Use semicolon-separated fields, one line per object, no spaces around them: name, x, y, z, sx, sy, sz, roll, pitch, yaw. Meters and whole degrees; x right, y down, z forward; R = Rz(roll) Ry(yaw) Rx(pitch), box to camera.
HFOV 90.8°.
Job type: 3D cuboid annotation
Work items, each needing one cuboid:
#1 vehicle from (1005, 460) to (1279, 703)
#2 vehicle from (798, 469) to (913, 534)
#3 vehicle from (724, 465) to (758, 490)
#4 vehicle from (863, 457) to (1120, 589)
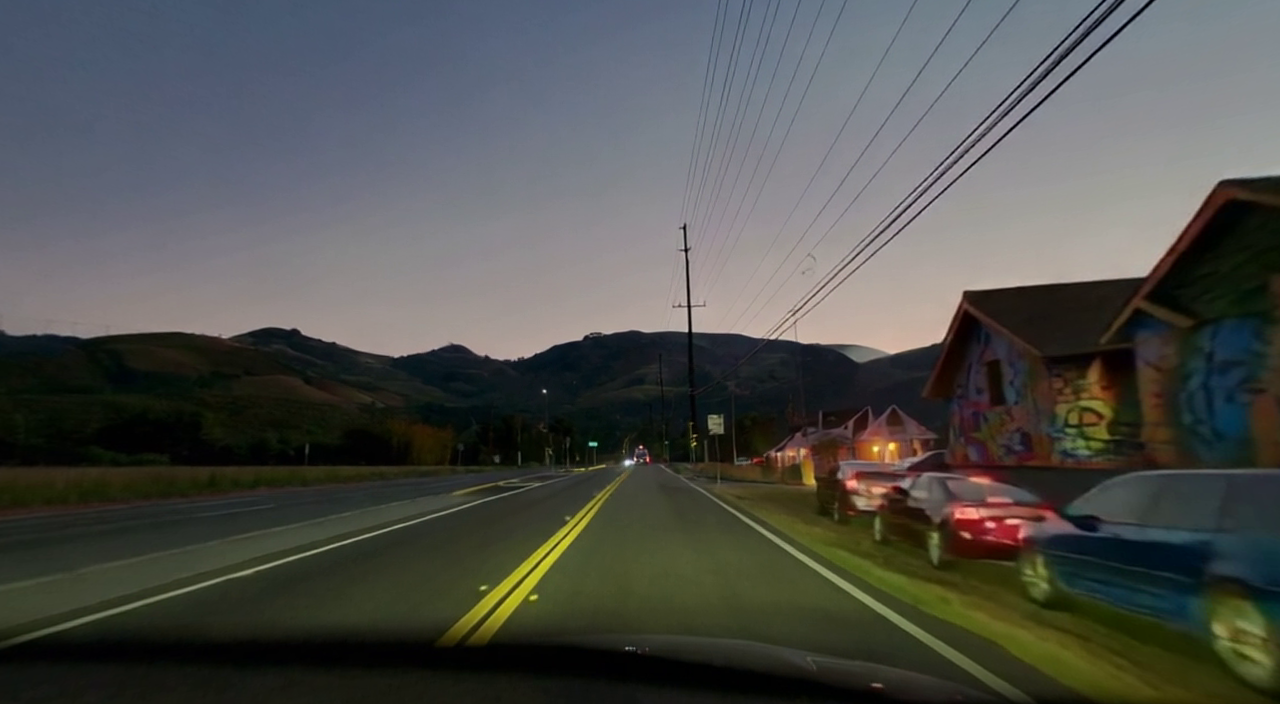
vehicle;5.630;1.855;5.525;2.056;1.693;4.803;0;-9;1
vehicle;5.990;4.181;18.130;1.926;1.497;3.988;0;-9;1
vehicle;6.783;8.436;42.605;1.781;1.432;4.169;0;-9;3
vehicle;5.999;3.021;11.714;1.966;1.829;4.812;-2;-12;1
